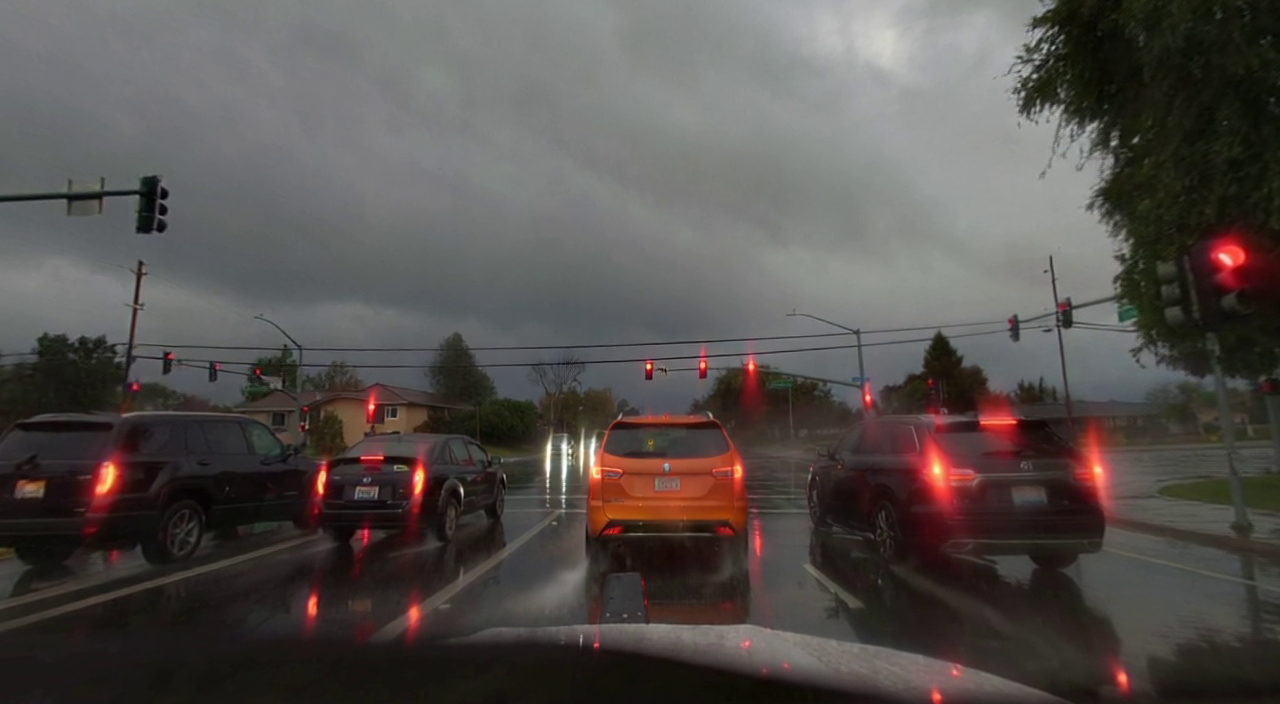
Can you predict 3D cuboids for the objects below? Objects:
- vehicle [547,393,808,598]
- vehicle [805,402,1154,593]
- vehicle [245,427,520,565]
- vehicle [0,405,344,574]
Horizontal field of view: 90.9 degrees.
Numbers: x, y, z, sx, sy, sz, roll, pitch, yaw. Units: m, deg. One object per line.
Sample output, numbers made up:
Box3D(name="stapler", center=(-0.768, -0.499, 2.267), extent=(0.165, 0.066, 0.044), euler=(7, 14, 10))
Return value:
Box3D(name="vehicle", center=(0.390, 1.517, 7.487), extent=(2.198, 1.708, 4.170), euler=(0, -8, 2))
Box3D(name="vehicle", center=(3.522, 1.587, 7.746), extent=(2.047, 1.638, 4.395), euler=(-1, -8, 4))
Box3D(name="vehicle", center=(-3.241, 1.884, 9.098), extent=(1.885, 1.475, 4.359), euler=(-1, -8, 4))
Box3D(name="vehicle", center=(-6.631, 1.827, 9.241), extent=(2.075, 1.796, 4.785), euler=(0, -8, 2))
